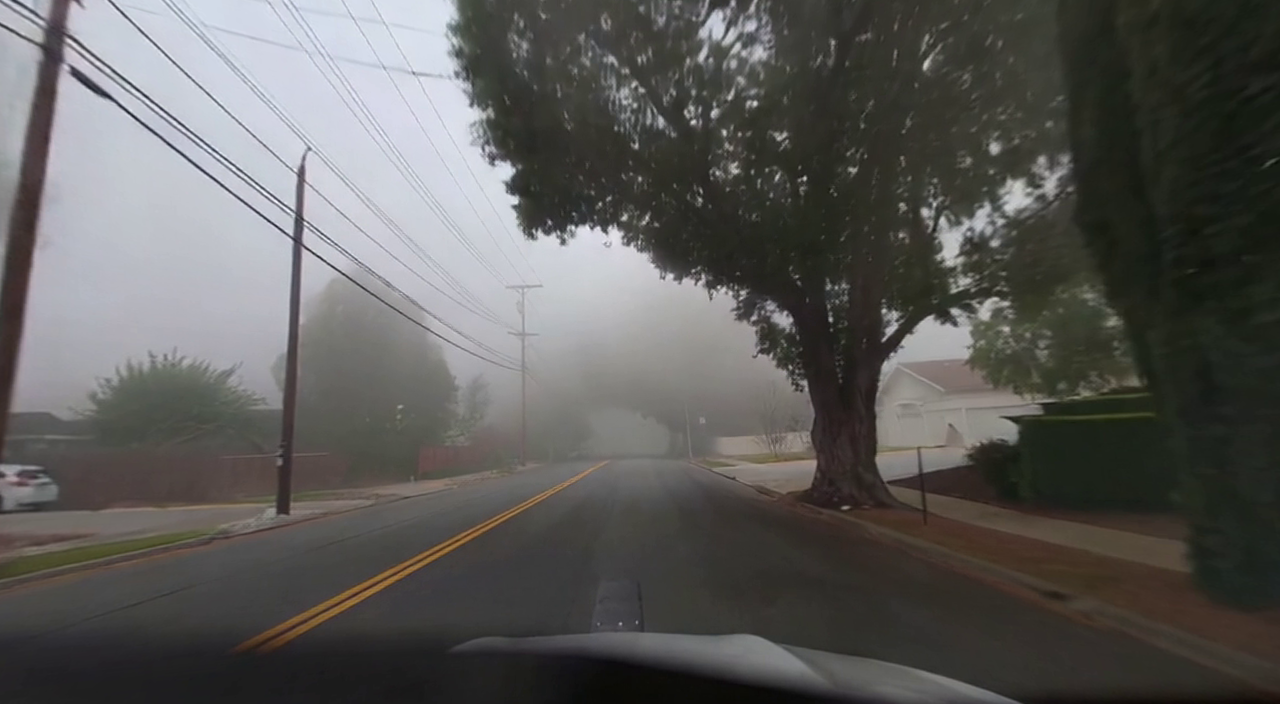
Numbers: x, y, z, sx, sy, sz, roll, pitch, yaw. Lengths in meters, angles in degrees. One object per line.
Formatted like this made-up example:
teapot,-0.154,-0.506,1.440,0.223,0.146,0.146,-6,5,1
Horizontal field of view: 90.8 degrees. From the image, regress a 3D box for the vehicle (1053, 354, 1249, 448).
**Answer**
vehicle,21.385,2.319,27.175,2.918,3.393,7.033,-3,-9,7
